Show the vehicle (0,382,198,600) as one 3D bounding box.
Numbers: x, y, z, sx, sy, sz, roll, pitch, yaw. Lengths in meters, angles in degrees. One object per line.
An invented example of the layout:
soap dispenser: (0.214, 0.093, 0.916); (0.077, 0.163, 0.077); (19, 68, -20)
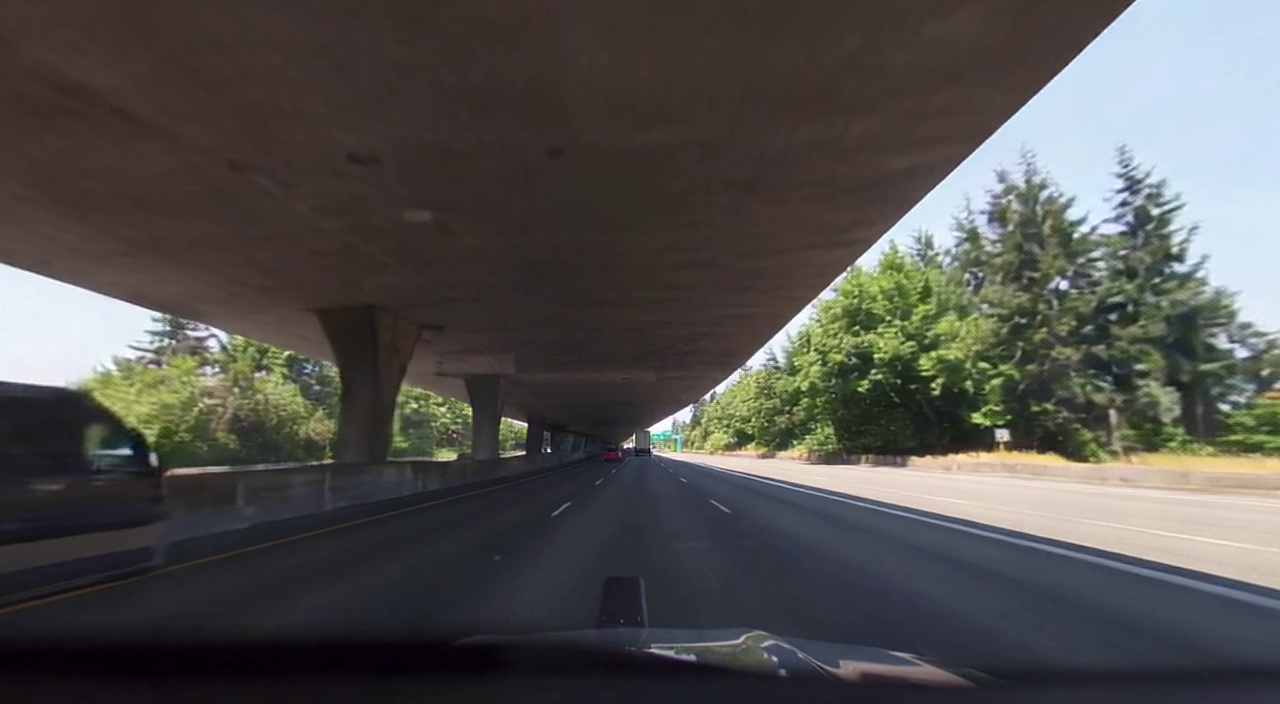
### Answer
vehicle: (-6.881, 1.236, 5.553); (2.195, 1.940, 5.154); (0, -9, 0)
